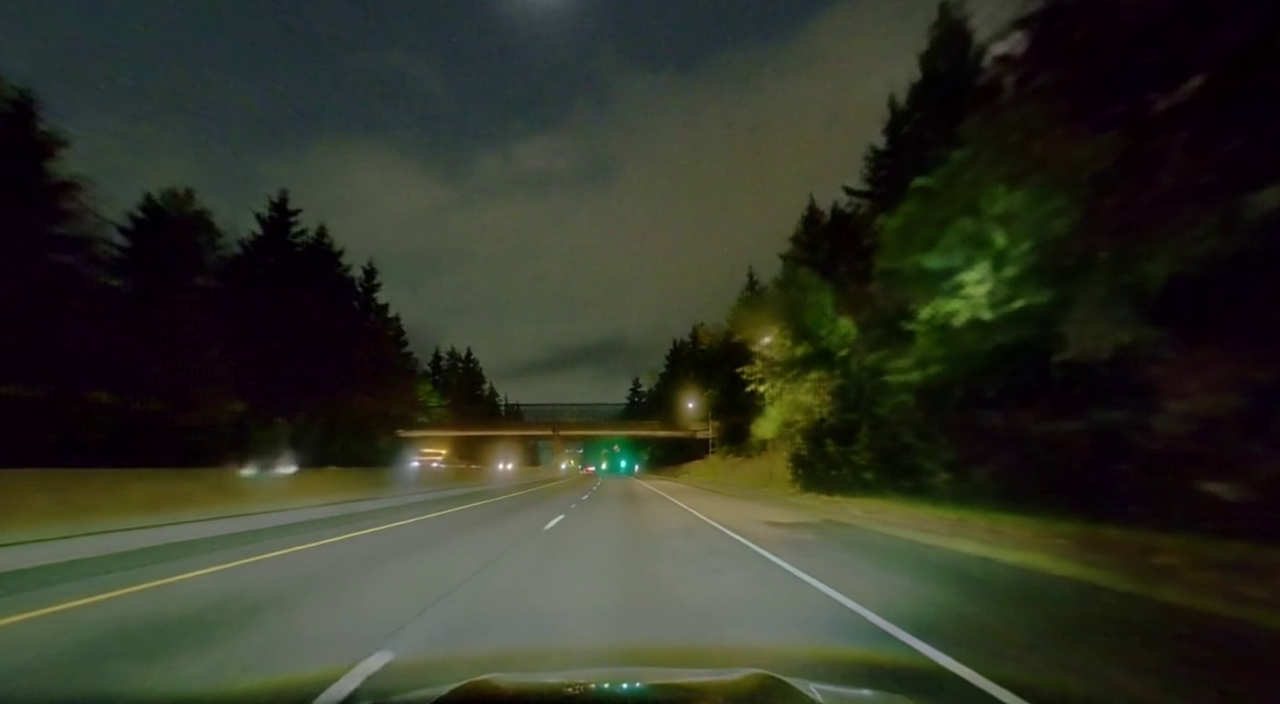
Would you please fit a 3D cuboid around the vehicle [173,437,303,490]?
[{"bbox_3d":[-12.876,3.624,20.504,1.768,1.511,3.826,1,-10,-2],"label":"vehicle"}]
